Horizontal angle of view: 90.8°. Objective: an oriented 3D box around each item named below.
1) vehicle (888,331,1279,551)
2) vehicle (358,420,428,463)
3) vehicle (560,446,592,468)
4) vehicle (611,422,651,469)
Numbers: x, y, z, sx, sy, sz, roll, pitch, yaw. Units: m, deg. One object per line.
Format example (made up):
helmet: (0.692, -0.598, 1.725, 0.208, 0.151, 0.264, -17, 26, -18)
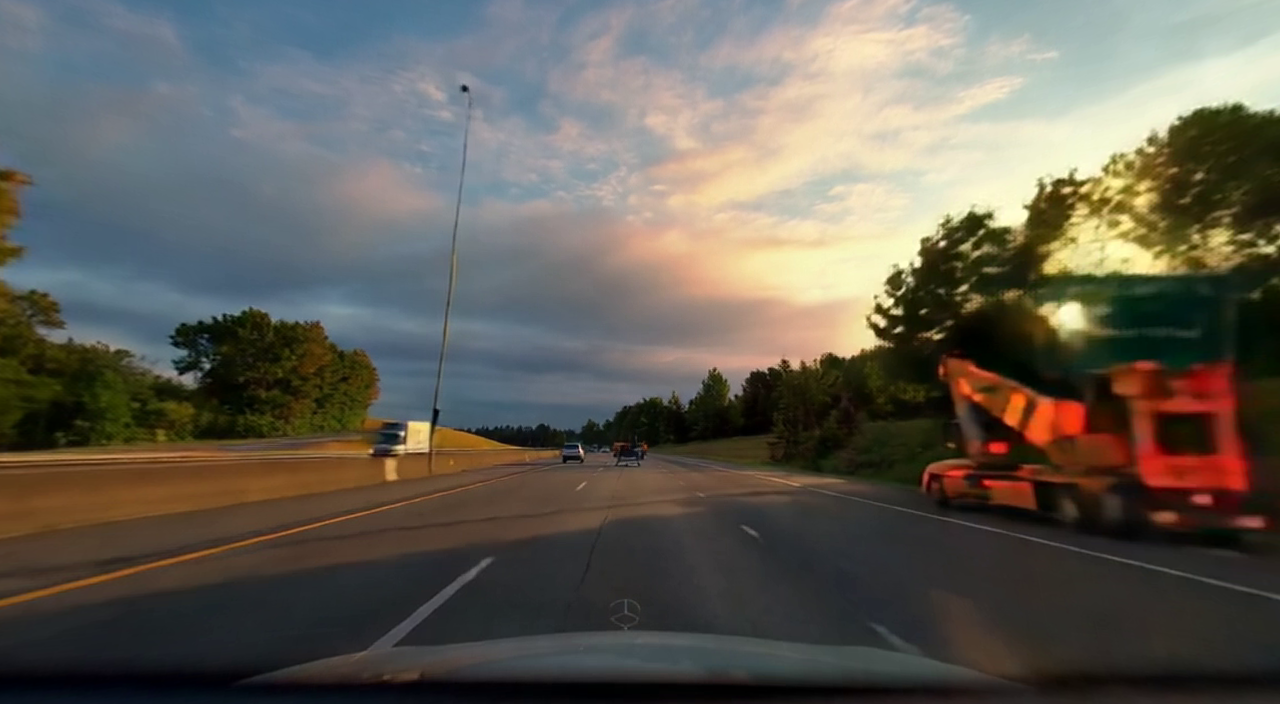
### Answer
vehicle: (6.996, 1.602, 11.323, 2.419, 2.874, 6.010, 0, -9, -2)
vehicle: (-15.700, 5.784, 40.510, 2.189, 2.529, 5.808, 0, -9, -1)
vehicle: (-4.606, 7.663, 46.198, 1.991, 1.484, 4.110, 0, -9, -1)
vehicle: (-0.727, 6.777, 45.607, 2.672, 3.056, 6.900, 0, -9, -2)
